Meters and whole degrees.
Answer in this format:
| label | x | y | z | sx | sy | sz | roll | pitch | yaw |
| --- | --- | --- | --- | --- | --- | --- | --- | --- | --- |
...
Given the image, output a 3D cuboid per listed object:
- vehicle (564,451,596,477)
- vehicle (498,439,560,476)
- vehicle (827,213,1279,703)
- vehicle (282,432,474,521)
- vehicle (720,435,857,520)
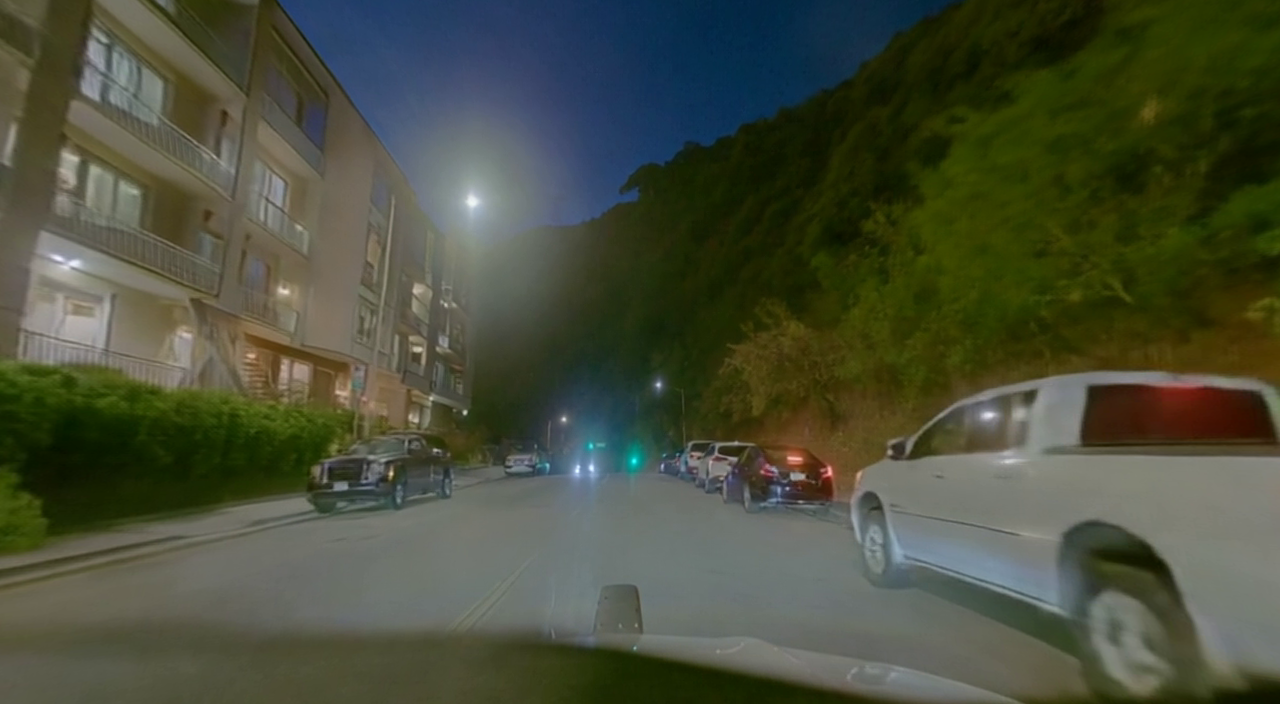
| label | x | y | z | sx | sy | sz | roll | pitch | yaw |
| --- | --- | --- | --- | --- | --- | --- | --- | --- | --- |
| vehicle | -3.721 | 7.107 | 39.773 | 1.856 | 1.474 | 4.522 | 0 | -11 | -3 |
| vehicle | -6.557 | 6.454 | 37.872 | 2.692 | 1.949 | 5.948 | 0 | -12 | -1 |
| vehicle | 3.478 | 0.957 | 4.562 | 2.482 | 2.184 | 5.383 | 0 | -9 | -1 |
| vehicle | -6.282 | 3.054 | 16.137 | 2.374 | 1.843 | 5.638 | 0 | -9 | 1 |
| vehicle | 3.124 | 2.745 | 14.320 | 1.926 | 1.602 | 4.433 | 0 | -9 | -1 |
